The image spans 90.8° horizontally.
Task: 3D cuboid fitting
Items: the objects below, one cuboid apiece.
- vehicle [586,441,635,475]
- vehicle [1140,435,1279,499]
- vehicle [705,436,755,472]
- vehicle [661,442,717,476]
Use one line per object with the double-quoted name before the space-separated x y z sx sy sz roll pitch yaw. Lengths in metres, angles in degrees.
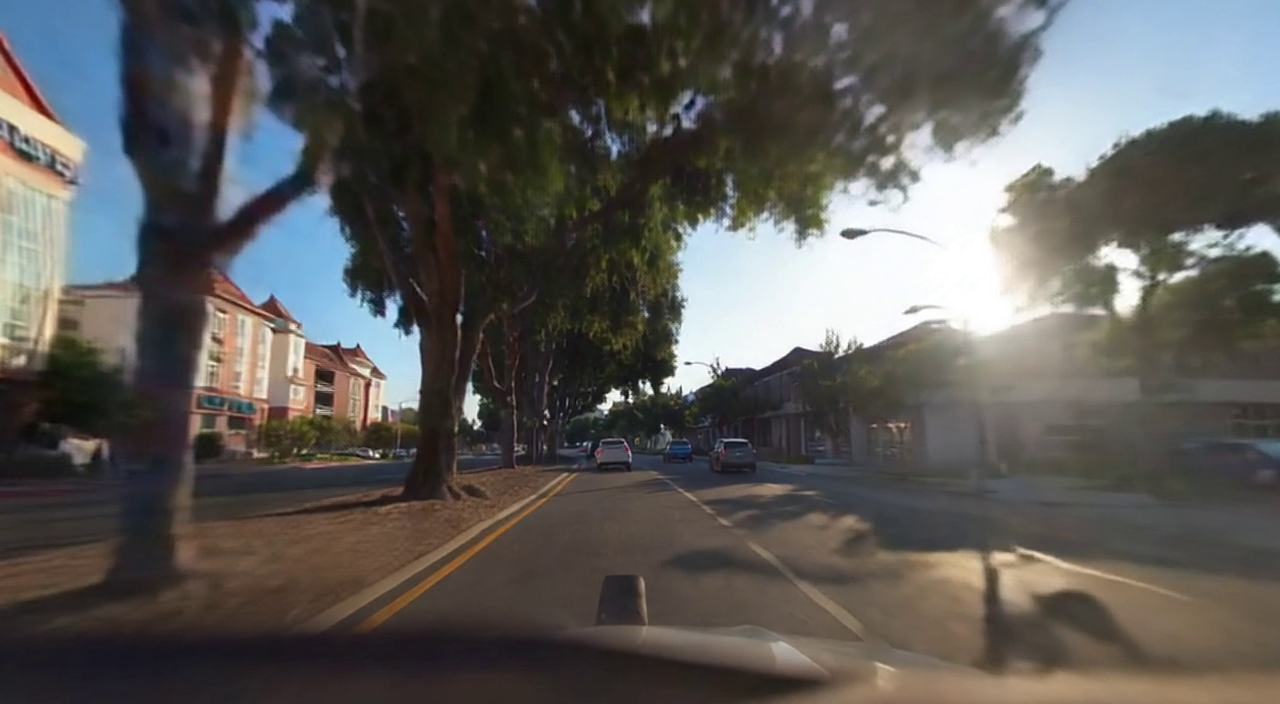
"vehicle" -1.437 4.936 29.590 2.101 1.444 4.248 0 -8 -4
"vehicle" 20.372 3.796 21.222 2.150 1.966 5.027 3 -9 -23
"vehicle" 5.392 6.183 38.546 2.052 1.990 4.736 0 -8 -4
"vehicle" 2.305 5.174 30.877 1.993 1.477 4.240 0 -8 -5
